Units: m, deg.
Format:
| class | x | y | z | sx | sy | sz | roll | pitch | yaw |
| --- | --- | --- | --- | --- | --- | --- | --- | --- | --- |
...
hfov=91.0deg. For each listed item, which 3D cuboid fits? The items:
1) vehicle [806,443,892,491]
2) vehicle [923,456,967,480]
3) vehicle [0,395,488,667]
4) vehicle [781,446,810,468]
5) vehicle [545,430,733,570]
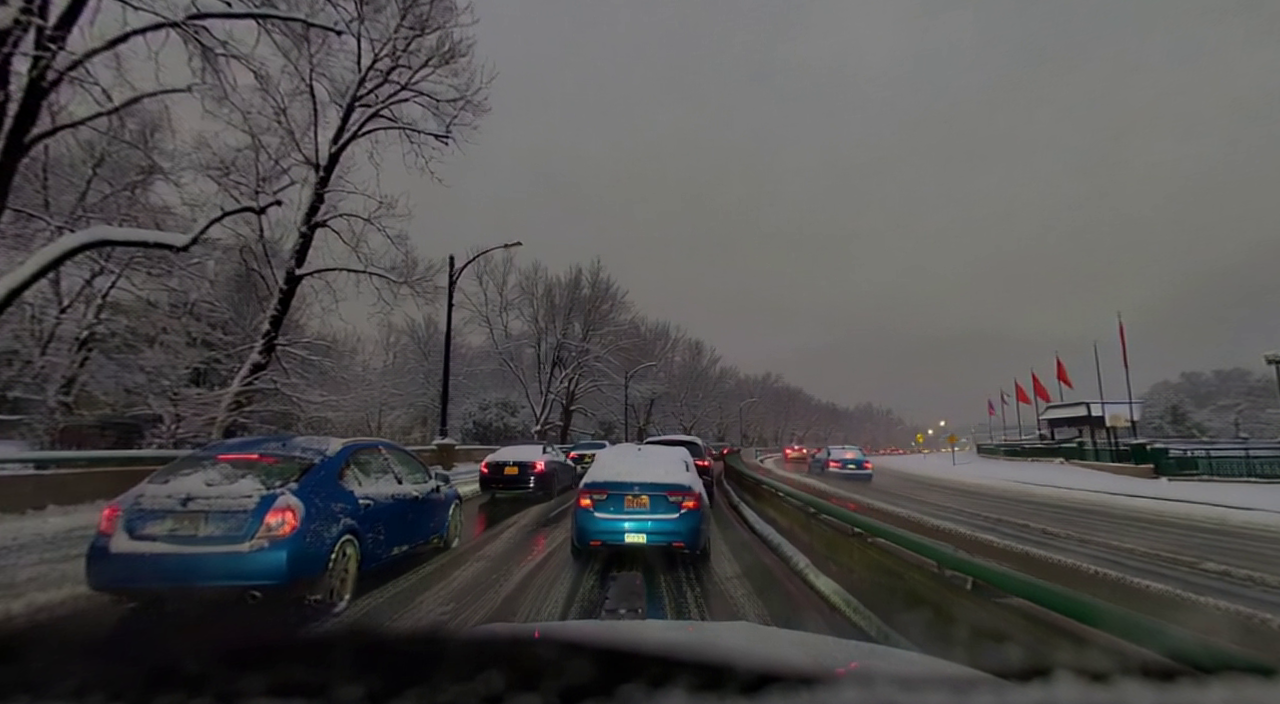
| class | x | y | z | sx | sy | sz | roll | pitch | yaw |
| --- | --- | --- | --- | --- | --- | --- | --- | --- | --- |
| vehicle | 7.792 | 4.294 | 23.947 | 2.011 | 1.610 | 4.568 | 0 | -9 | 4 |
| vehicle | 23.066 | 8.747 | 47.827 | 1.946 | 1.649 | 4.326 | -1 | -9 | 12 |
| vehicle | -3.088 | 1.414 | 6.080 | 1.988 | 1.635 | 4.260 | 0 | -9 | 3 |
| vehicle | 11.651 | 7.902 | 47.496 | 1.944 | 1.544 | 4.301 | -1 | -9 | 12 |
| vehicle | 0.113 | 1.971 | 9.210 | 2.090 | 1.506 | 4.276 | 0 | -9 | 3 |
